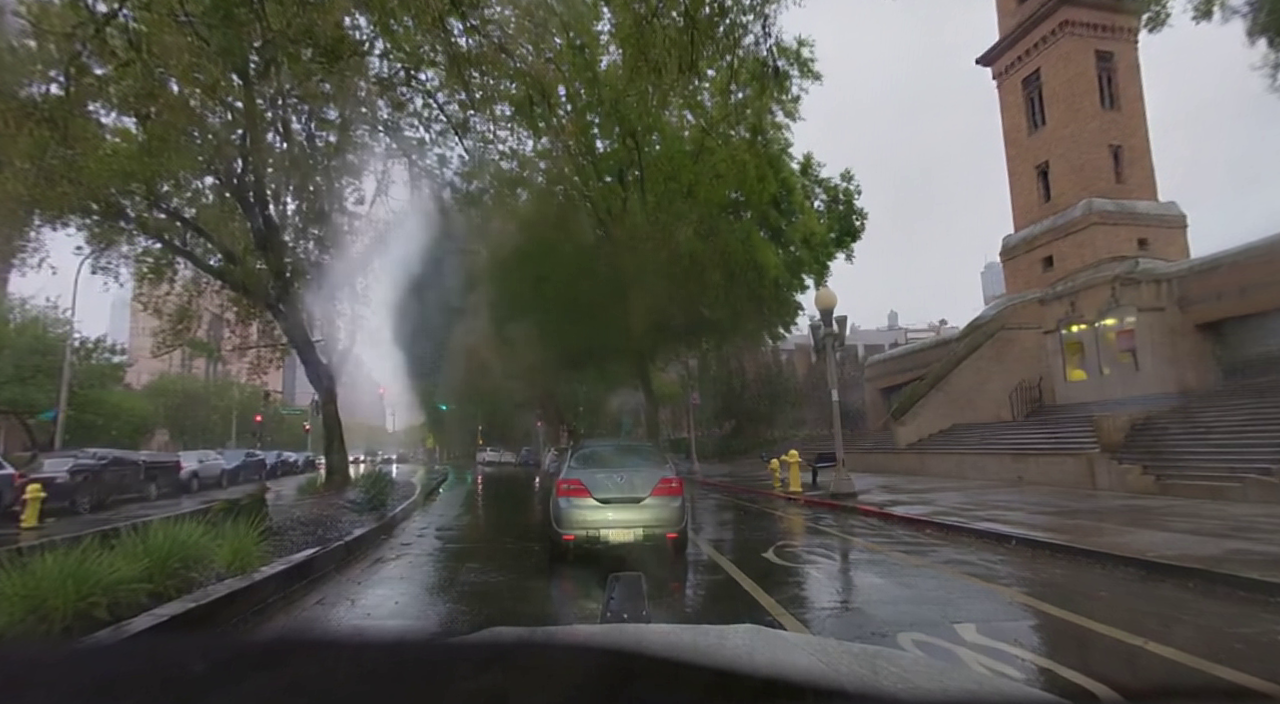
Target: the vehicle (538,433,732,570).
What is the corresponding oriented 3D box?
[{"bbox_3d":[-0.234,1.943,9.024,2.142,1.475,4.051,1,-8,-5],"label":"vehicle"}]
